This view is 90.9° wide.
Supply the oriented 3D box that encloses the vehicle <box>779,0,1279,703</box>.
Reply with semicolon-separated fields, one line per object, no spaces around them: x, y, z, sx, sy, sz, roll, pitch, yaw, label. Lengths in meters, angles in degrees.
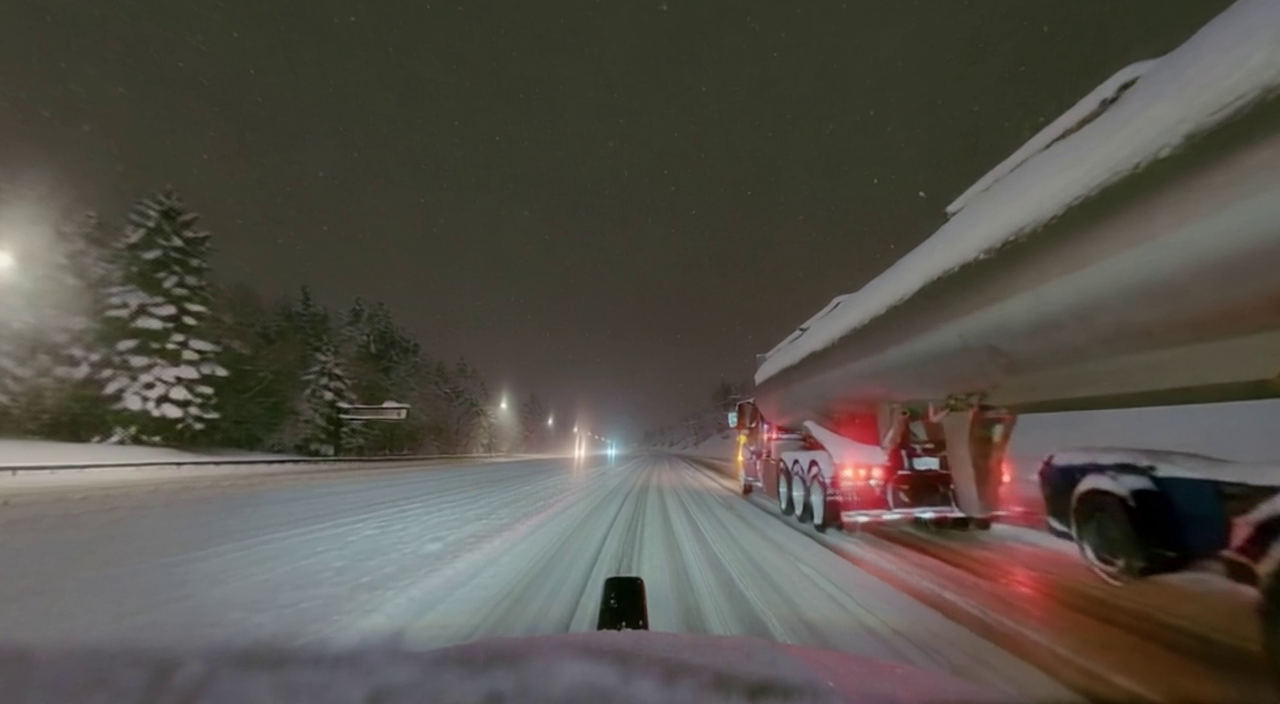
4.114;0.444;5.024;2.880;3.624;14.397;0;-8;1;vehicle
